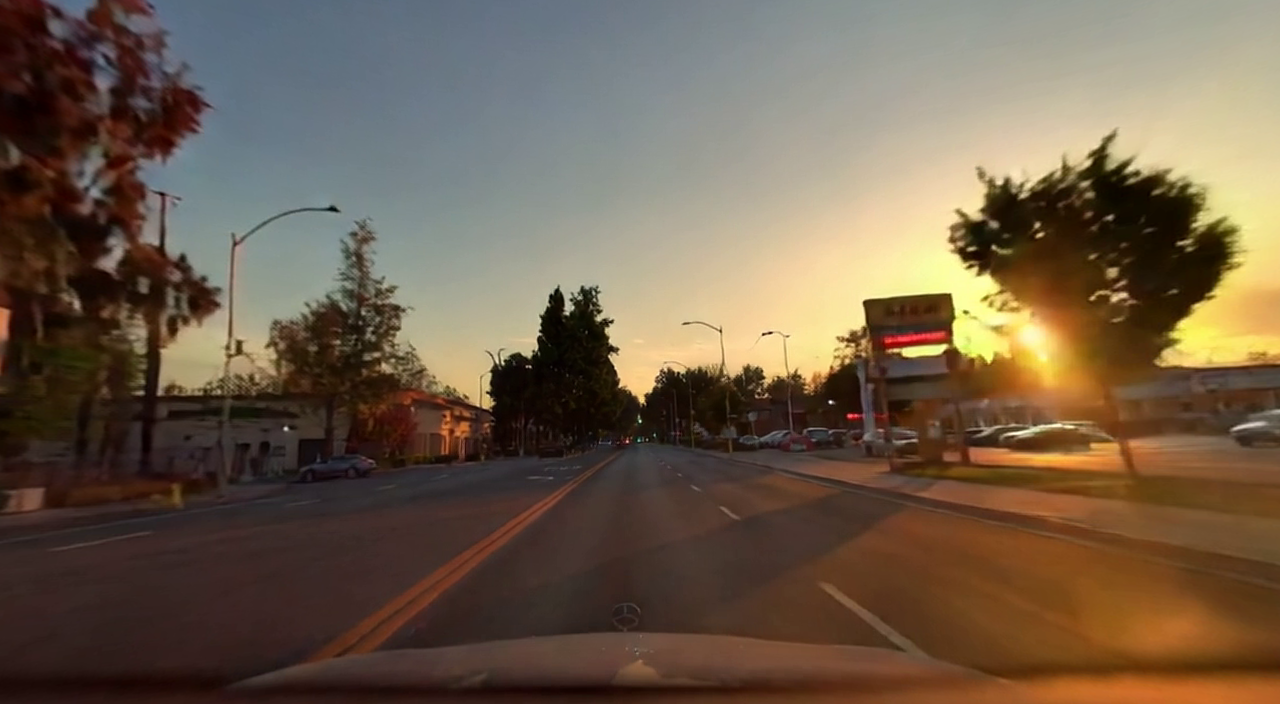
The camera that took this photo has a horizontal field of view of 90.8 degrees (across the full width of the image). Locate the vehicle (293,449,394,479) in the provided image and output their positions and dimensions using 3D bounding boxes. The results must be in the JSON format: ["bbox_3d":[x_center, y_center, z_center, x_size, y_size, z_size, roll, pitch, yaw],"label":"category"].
[{"bbox_3d":[-16.960,6.423,36.378,4.752,1.523,2.123,0,-8,-2],"label":"vehicle"}]

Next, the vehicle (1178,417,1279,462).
[{"bbox_3d":[21.665,3.172,23.090,1.901,1.461,4.482,-4,-8,26],"label":"vehicle"}]

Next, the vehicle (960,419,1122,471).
[{"bbox_3d":[16.034,3.729,25.527,4.914,1.540,2.200,-6,-8,2],"label":"vehicle"}]
